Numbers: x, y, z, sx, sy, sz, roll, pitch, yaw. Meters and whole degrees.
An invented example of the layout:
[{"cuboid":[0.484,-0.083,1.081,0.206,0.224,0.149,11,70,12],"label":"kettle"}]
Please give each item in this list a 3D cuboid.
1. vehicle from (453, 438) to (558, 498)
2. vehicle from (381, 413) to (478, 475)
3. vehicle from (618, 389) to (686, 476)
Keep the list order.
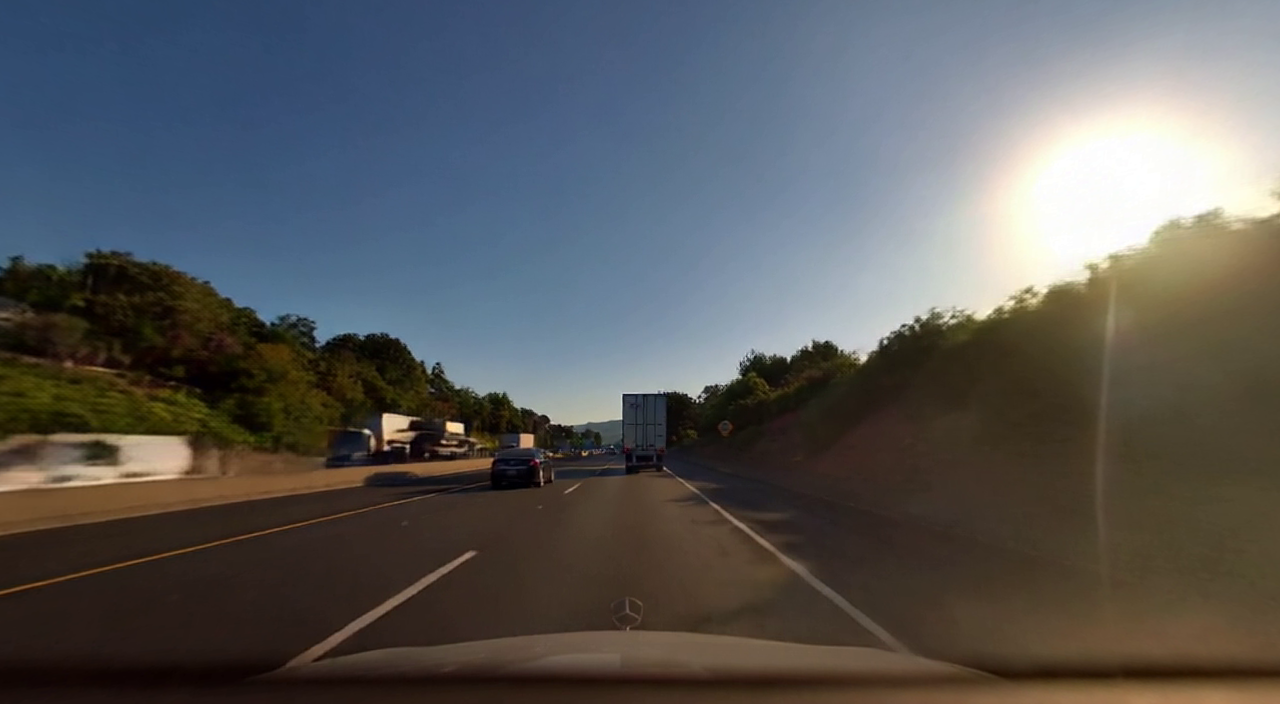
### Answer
[{"cuboid":[-3.834,3.429,18.996,2.074,1.546,4.946,0,-9,0],"label":"vehicle"},{"cuboid":[-13.482,6.122,41.544,3.118,3.575,9.694,0,-9,-1],"label":"vehicle"},{"cuboid":[0.437,4.291,32.628,2.959,3.828,9.617,0,-9,-1],"label":"vehicle"}]
